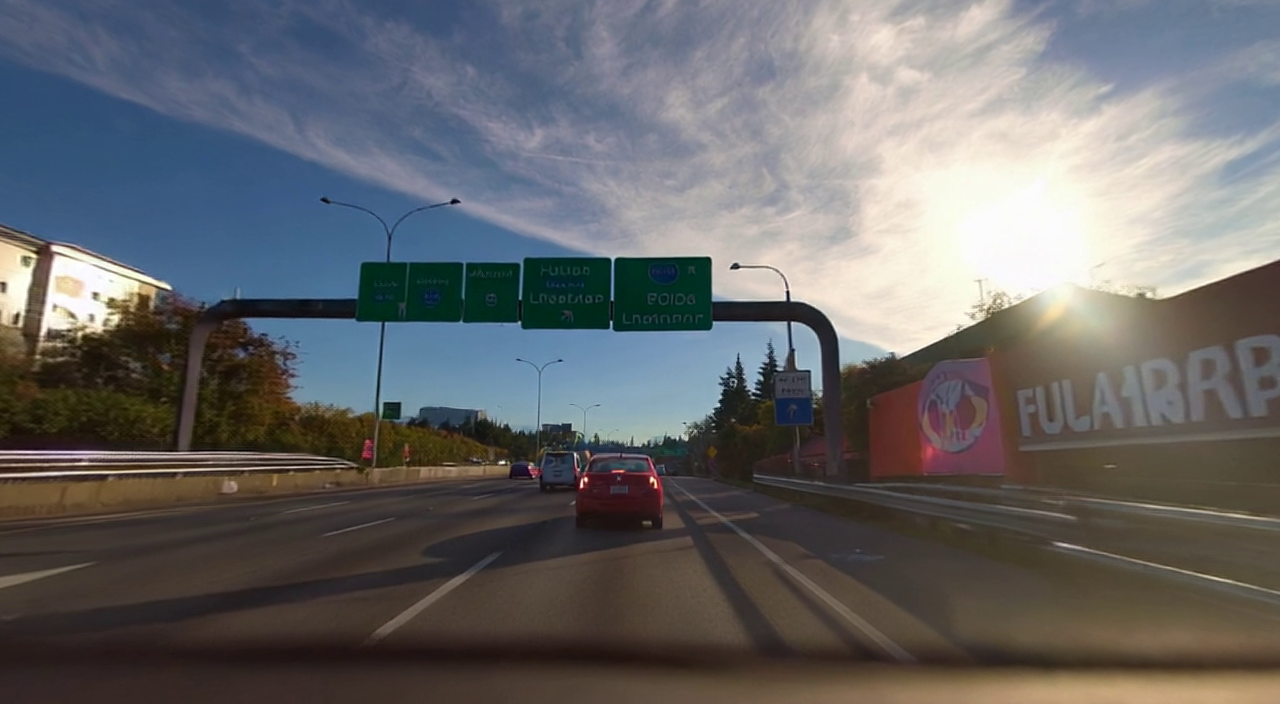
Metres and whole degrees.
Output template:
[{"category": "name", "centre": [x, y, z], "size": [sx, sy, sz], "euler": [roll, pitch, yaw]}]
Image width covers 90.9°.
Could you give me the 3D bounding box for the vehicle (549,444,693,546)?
[{"category": "vehicle", "centre": [-0.284, 2.366, 11.074], "size": [2.063, 1.442, 3.933], "euler": [0, -9, 0]}]
